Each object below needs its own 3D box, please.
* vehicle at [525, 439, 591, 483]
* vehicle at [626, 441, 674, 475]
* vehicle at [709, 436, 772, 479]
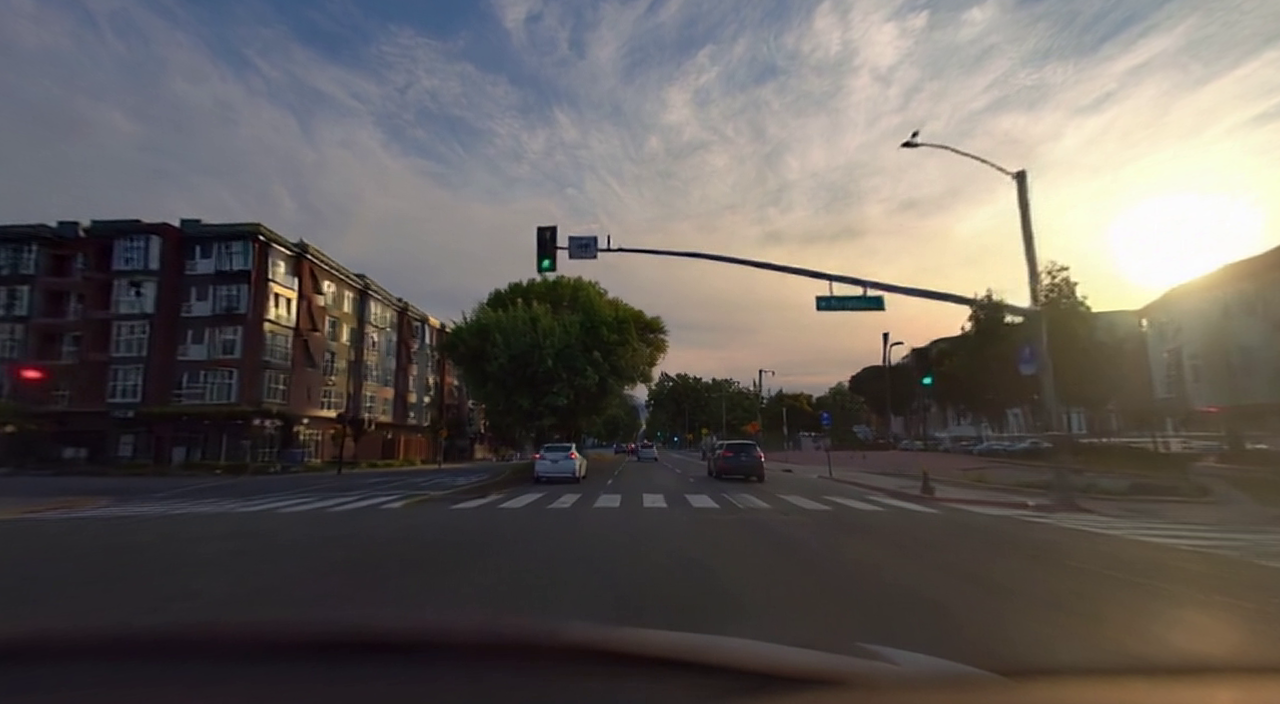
[{"bbox_3d":[-3.014,4.110,23.977,1.860,1.510,4.073,0,-9,1],"label":"vehicle"},{"bbox_3d":[0.419,4.891,29.346,2.103,1.468,4.094,0,-9,0],"label":"vehicle"},{"bbox_3d":[4.100,4.395,26.387,1.987,1.637,3.896,0,-9,0],"label":"vehicle"}]
